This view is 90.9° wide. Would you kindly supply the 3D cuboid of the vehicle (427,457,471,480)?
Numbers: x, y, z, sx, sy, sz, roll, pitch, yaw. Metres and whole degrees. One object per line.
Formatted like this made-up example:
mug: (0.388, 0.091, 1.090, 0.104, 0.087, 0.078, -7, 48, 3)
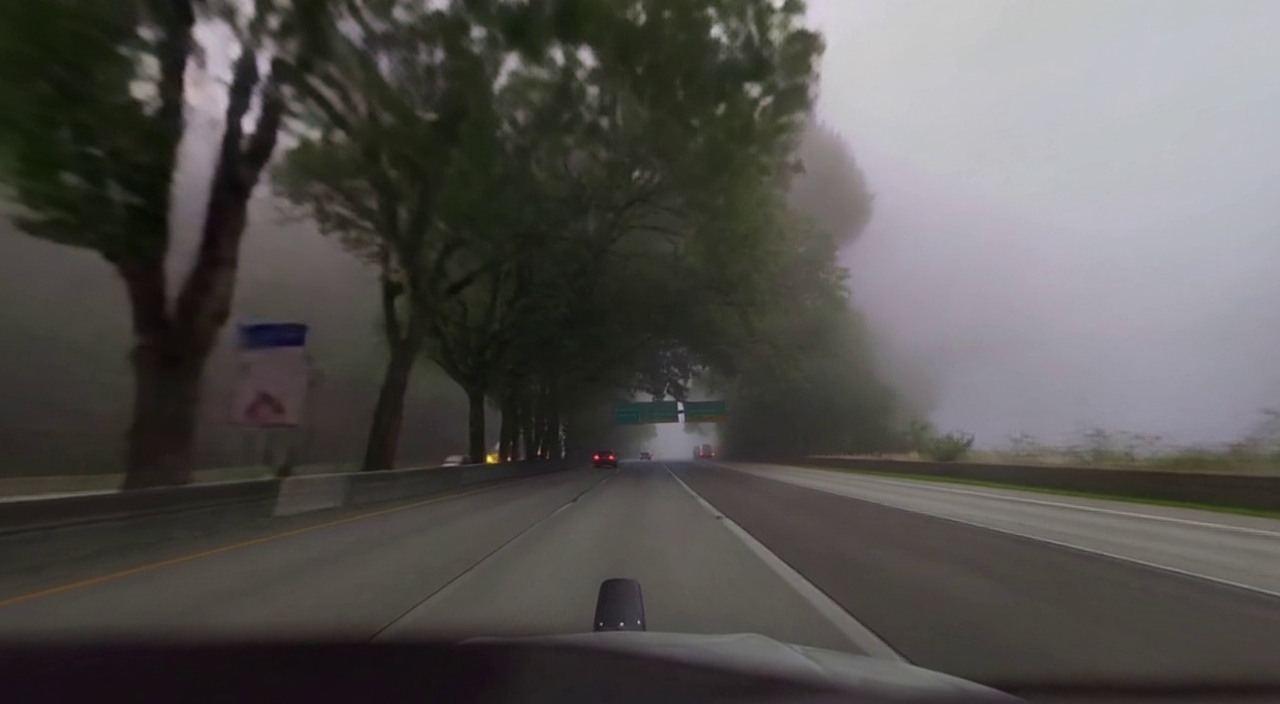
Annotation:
vehicle: (-13.235, 8.073, 43.841, 1.828, 1.497, 3.761, 0, -9, 1)
